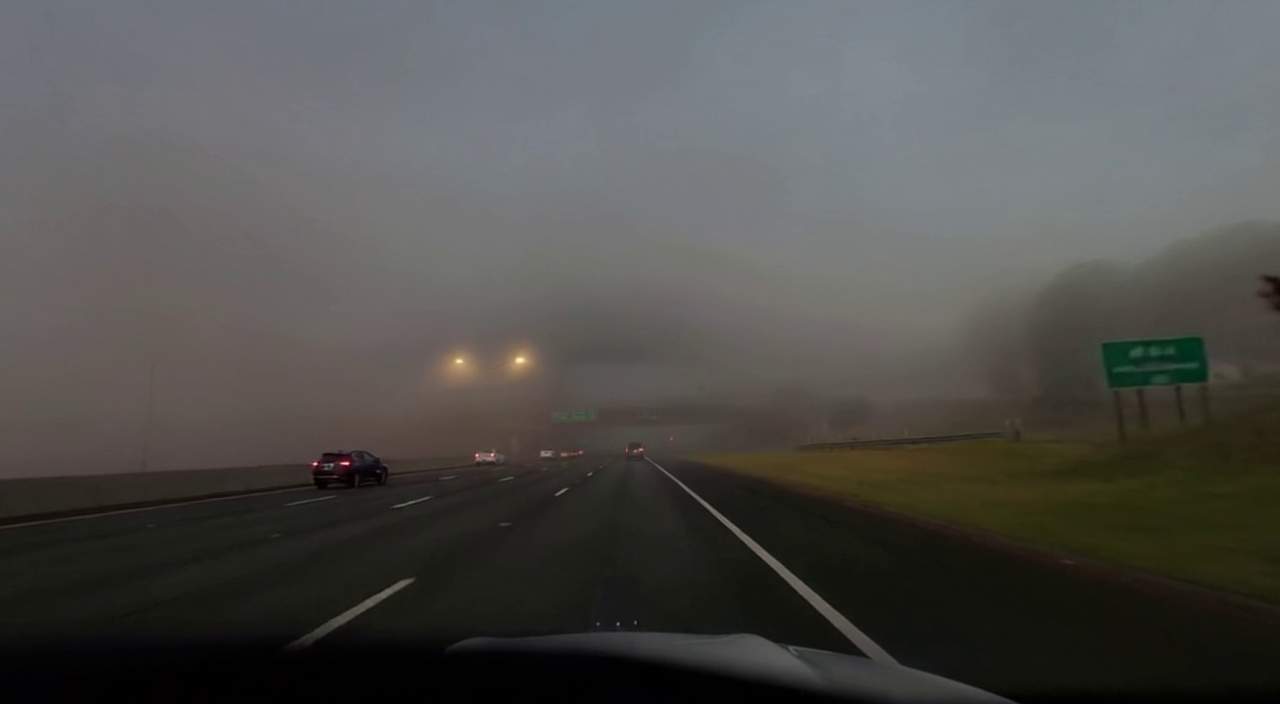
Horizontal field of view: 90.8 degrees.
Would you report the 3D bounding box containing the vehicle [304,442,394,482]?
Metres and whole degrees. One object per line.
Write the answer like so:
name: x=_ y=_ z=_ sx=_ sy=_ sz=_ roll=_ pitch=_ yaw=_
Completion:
vehicle: x=-14.462 y=5.481 z=31.849 sx=2.049 sy=1.792 sz=5.177 roll=0 pitch=-9 yaw=0
